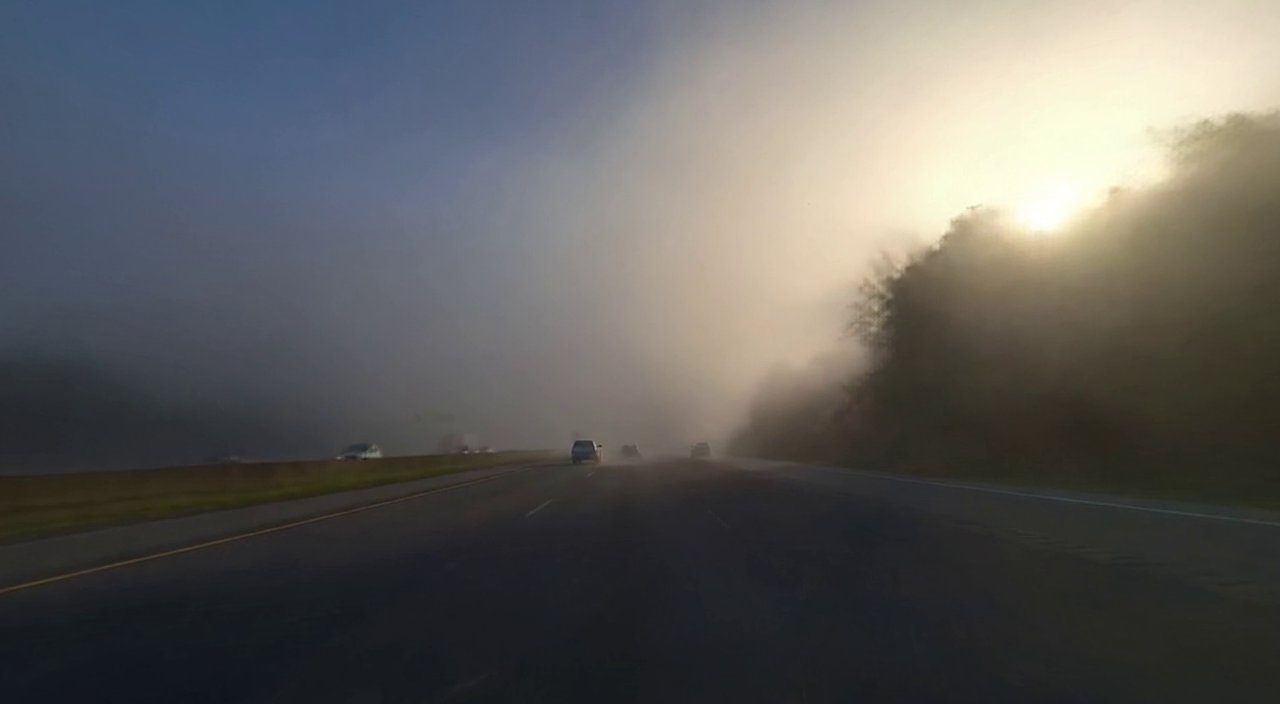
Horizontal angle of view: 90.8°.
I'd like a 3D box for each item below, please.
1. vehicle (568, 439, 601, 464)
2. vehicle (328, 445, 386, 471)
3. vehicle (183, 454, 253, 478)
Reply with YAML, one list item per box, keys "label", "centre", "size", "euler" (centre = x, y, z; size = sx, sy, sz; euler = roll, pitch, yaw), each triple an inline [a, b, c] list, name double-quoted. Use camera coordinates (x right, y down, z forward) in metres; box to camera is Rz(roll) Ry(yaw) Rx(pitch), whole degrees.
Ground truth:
- label: "vehicle"
  centre: [-4.098, 7.458, 47.292]
  size: [2.114, 1.774, 4.427]
  euler: [0, -9, 0]
- label: "vehicle"
  centre: [-21.578, 8.065, 48.381]
  size: [2.148, 1.872, 4.857]
  euler: [0, -9, 0]
- label: "vehicle"
  centre: [-28.936, 7.831, 43.487]
  size: [1.828, 1.483, 4.344]
  euler: [0, -9, -1]
